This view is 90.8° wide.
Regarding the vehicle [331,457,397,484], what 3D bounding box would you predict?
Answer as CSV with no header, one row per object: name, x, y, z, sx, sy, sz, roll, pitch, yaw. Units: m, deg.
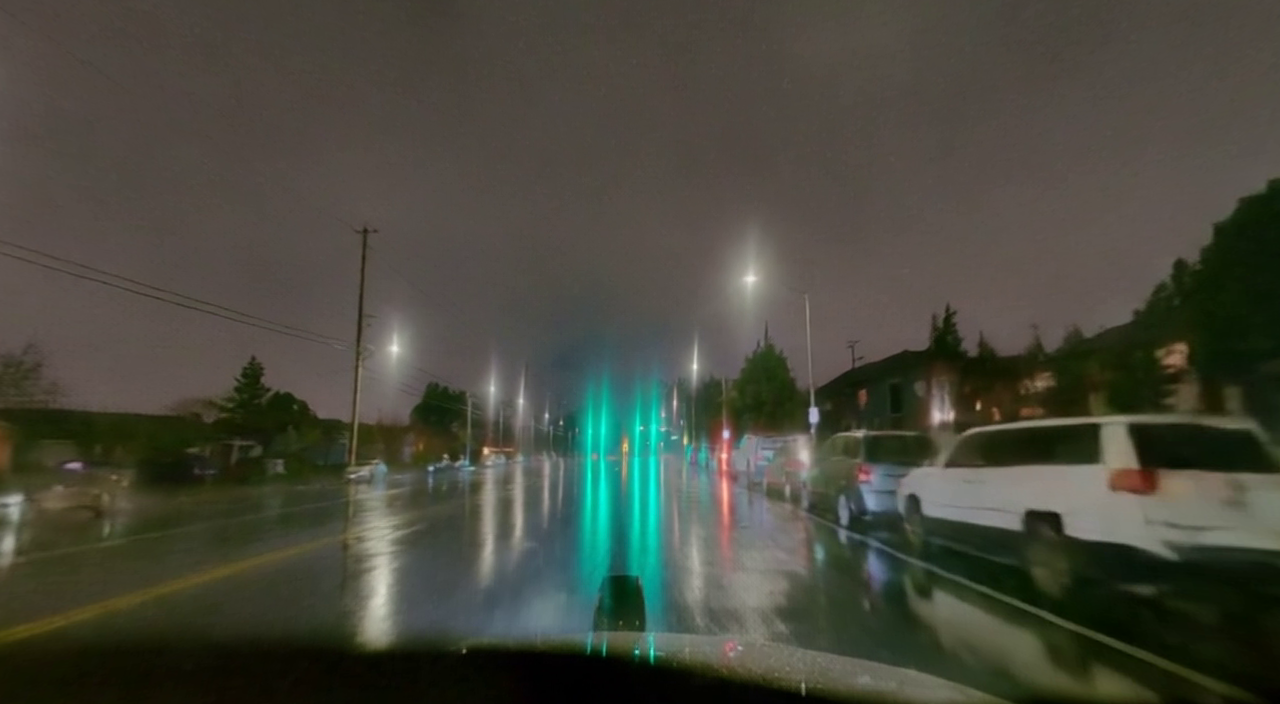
vehicle,-17.572,7.542,40.506,2.039,1.508,4.613,-1,-9,1

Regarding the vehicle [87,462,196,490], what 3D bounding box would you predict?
vehicle,-28.098,6.979,35.691,4.532,1.456,1.853,0,-9,0

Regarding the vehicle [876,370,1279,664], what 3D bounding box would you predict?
vehicle,4.521,1.415,6.589,2.078,1.837,5.088,0,-9,0

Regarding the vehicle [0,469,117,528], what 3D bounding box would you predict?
vehicle,-17.650,4.168,17.972,1.831,1.428,4.456,-3,-9,-1
